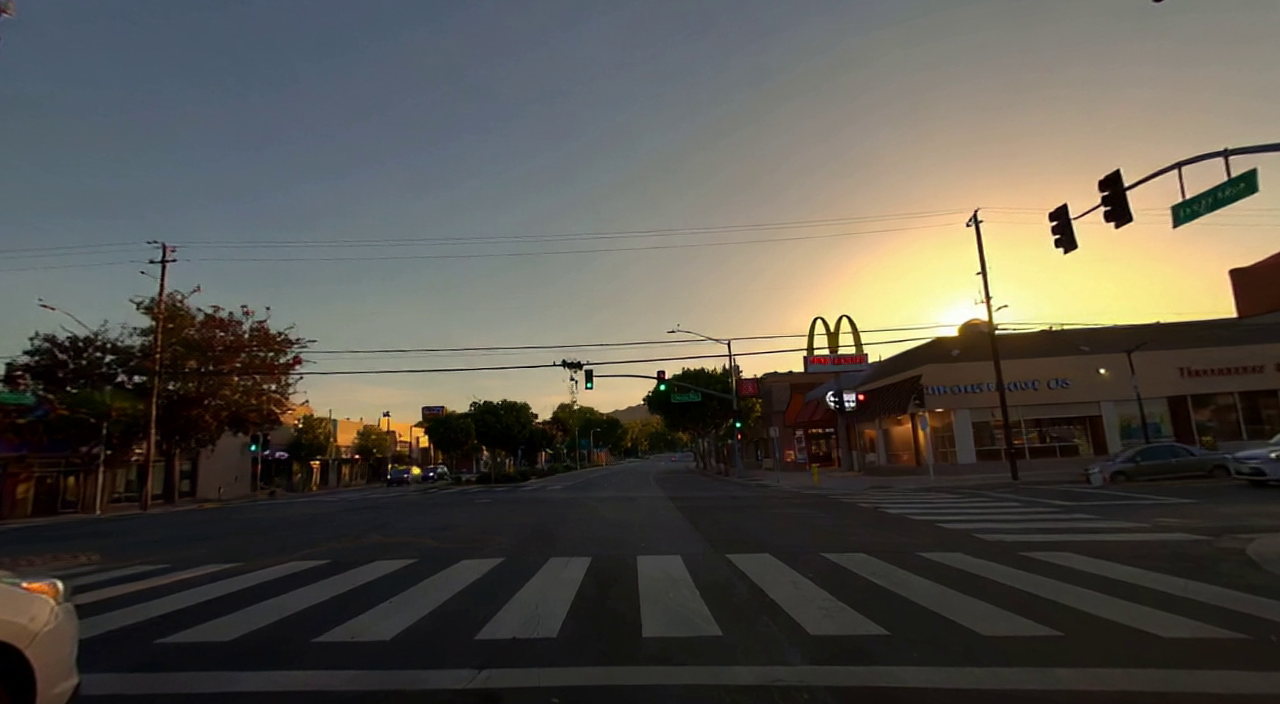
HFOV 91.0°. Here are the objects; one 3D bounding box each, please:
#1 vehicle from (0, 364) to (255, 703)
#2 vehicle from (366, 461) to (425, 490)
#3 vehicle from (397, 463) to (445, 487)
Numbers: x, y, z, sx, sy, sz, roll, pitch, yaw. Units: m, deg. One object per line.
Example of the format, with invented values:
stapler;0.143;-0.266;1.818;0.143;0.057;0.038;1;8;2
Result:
vehicle;-3.415;0.741;1.411;2.081;1.644;4.523;0;-9;3
vehicle;-19.215;9.727;49.820;2.227;2.033;5.614;0;-9;2
vehicle;-15.746;8.830;45.407;1.931;1.471;4.152;0;-9;0
